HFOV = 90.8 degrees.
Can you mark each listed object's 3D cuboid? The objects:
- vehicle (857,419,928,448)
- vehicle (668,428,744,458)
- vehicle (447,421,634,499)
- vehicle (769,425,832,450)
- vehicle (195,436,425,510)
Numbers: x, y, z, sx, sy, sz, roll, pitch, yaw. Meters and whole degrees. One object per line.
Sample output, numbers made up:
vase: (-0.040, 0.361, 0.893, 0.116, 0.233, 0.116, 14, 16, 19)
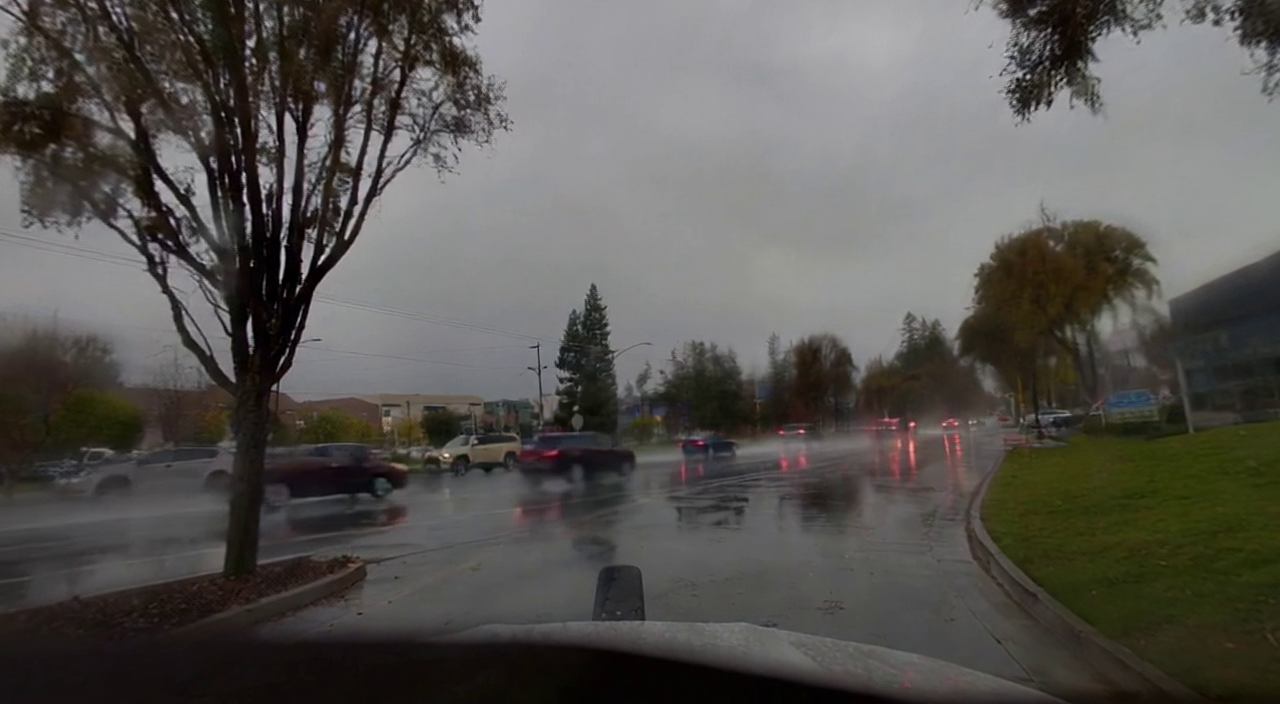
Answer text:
vehicle: (15.673, 5.065, 39.070, 2.201, 1.574, 5.060, -11, -13, 42)
vehicle: (4.228, 5.708, 40.096, 2.313, 1.688, 5.015, -6, -8, 40)
vehicle: (-2.674, 2.986, 18.157, 1.954, 1.639, 5.229, -9, -8, 39)
vehicle: (11.047, 5.869, 43.324, 2.146, 1.555, 4.810, -9, -12, 41)
vehicle: (-8.587, 3.139, 16.904, 2.183, 1.651, 4.928, -8, -11, 39)
